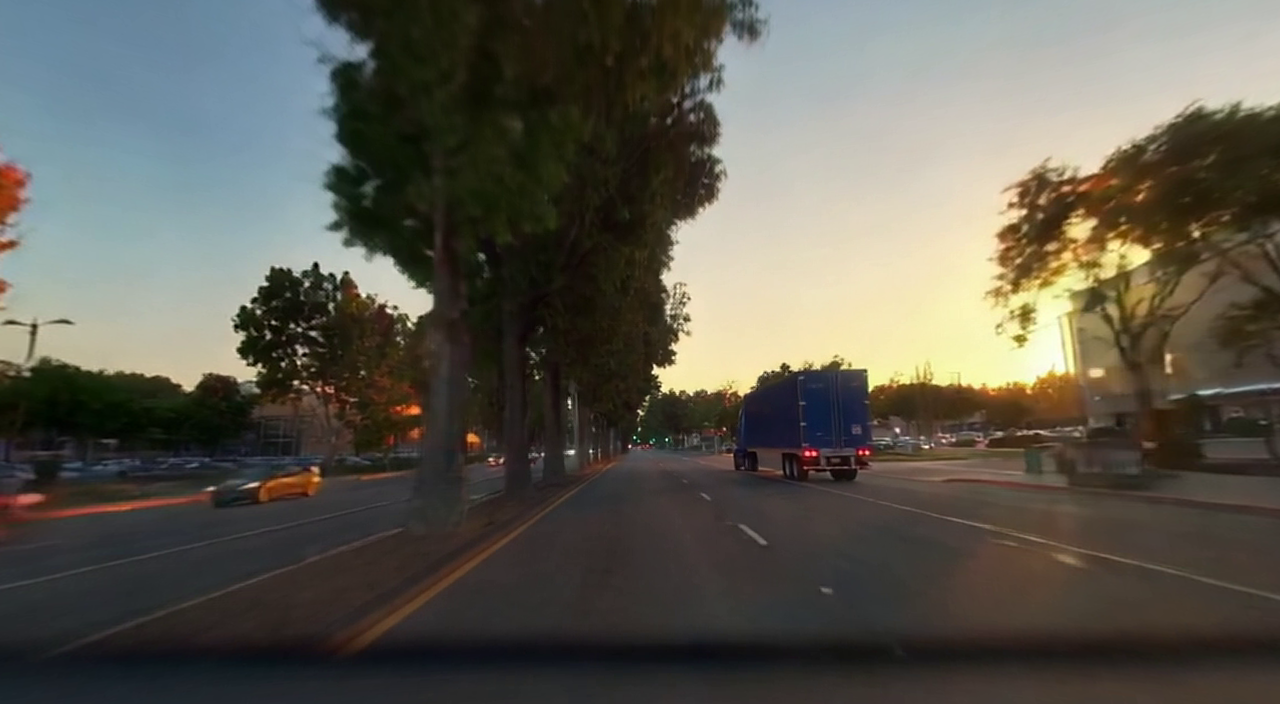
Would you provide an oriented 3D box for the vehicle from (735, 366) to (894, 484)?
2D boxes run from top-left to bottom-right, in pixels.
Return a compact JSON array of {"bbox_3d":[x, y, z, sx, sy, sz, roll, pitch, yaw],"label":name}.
[{"bbox_3d":[6.491,3.182,26.170,3.120,3.794,11.510,0,-9,-1],"label":"vehicle"}]
